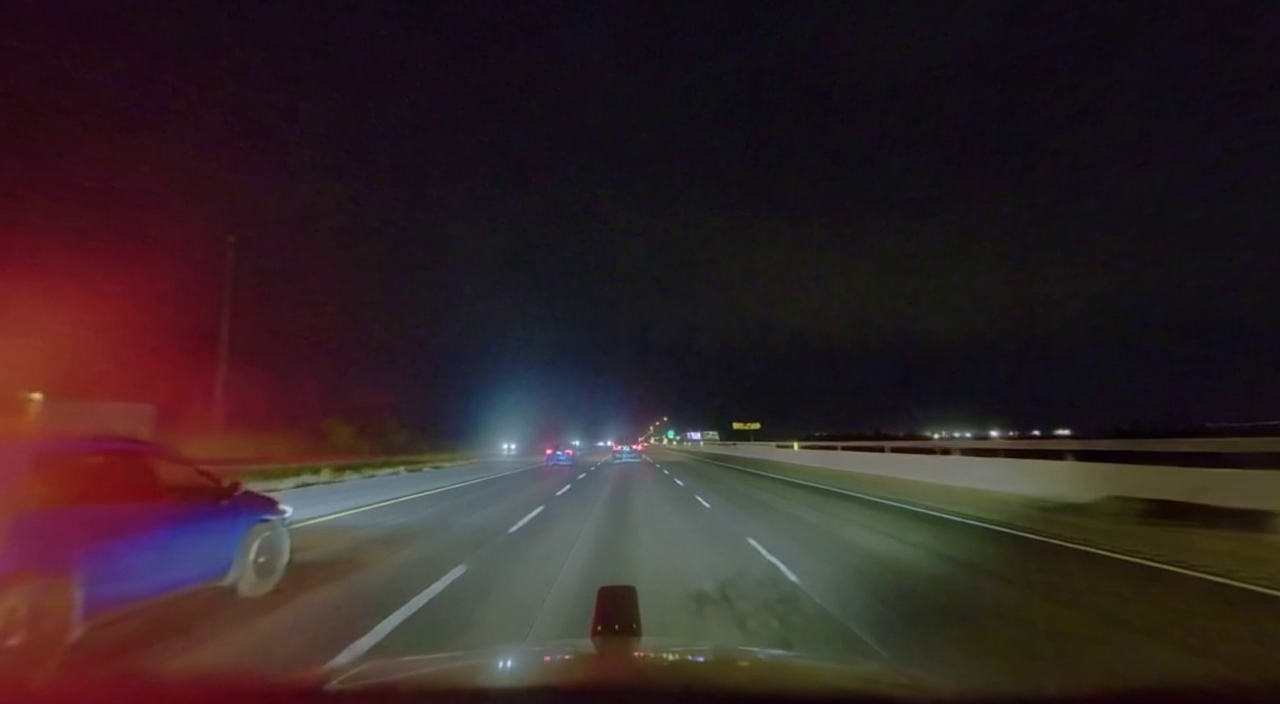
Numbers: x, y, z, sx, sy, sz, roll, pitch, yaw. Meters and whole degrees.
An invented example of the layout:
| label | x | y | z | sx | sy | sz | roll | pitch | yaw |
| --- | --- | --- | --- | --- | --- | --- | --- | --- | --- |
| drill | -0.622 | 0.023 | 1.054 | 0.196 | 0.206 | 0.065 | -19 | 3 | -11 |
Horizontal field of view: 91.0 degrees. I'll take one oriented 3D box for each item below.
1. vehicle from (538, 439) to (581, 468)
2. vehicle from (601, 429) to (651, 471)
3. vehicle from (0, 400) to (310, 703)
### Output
| label | x | y | z | sx | sy | sz | roll | pitch | yaw |
| --- | --- | --- | --- | --- | --- | --- | --- | --- | --- |
| vehicle | -4.701 | 5.978 | 37.313 | 2.039 | 1.602 | 4.317 | 0 | -8 | -1 |
| vehicle | -0.719 | 4.942 | 31.963 | 2.382 | 1.973 | 4.439 | 0 | -8 | -1 |
| vehicle | -4.233 | 1.185 | 4.262 | 1.945 | 1.550 | 3.780 | 0 | -8 | -1 |
